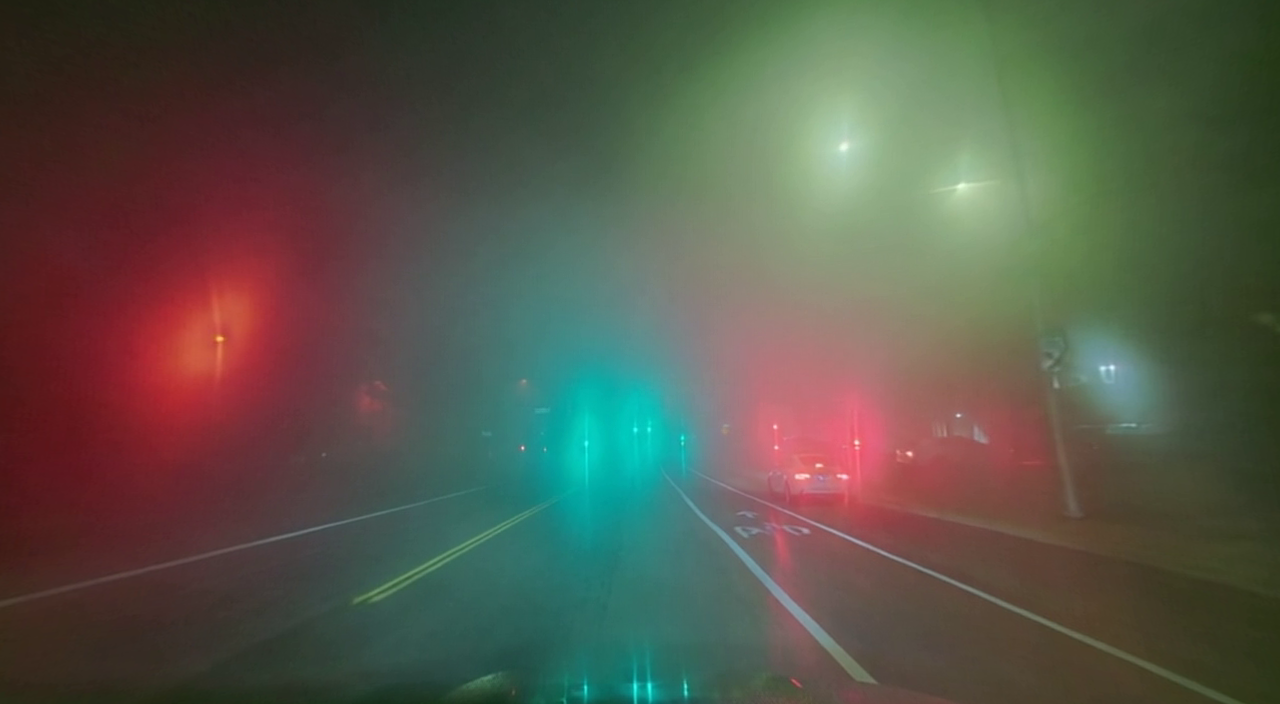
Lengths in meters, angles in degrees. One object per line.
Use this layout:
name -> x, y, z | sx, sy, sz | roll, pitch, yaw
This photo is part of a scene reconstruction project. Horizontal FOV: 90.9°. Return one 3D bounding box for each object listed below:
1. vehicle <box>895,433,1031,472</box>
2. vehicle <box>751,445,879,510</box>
vehicle -> 12.439, 3.901, 24.483 | 4.227, 1.451, 1.874 | 0, -9, 2
vehicle -> 4.363, 3.201, 16.583 | 2.006, 1.448, 4.671 | 0, -9, 0
